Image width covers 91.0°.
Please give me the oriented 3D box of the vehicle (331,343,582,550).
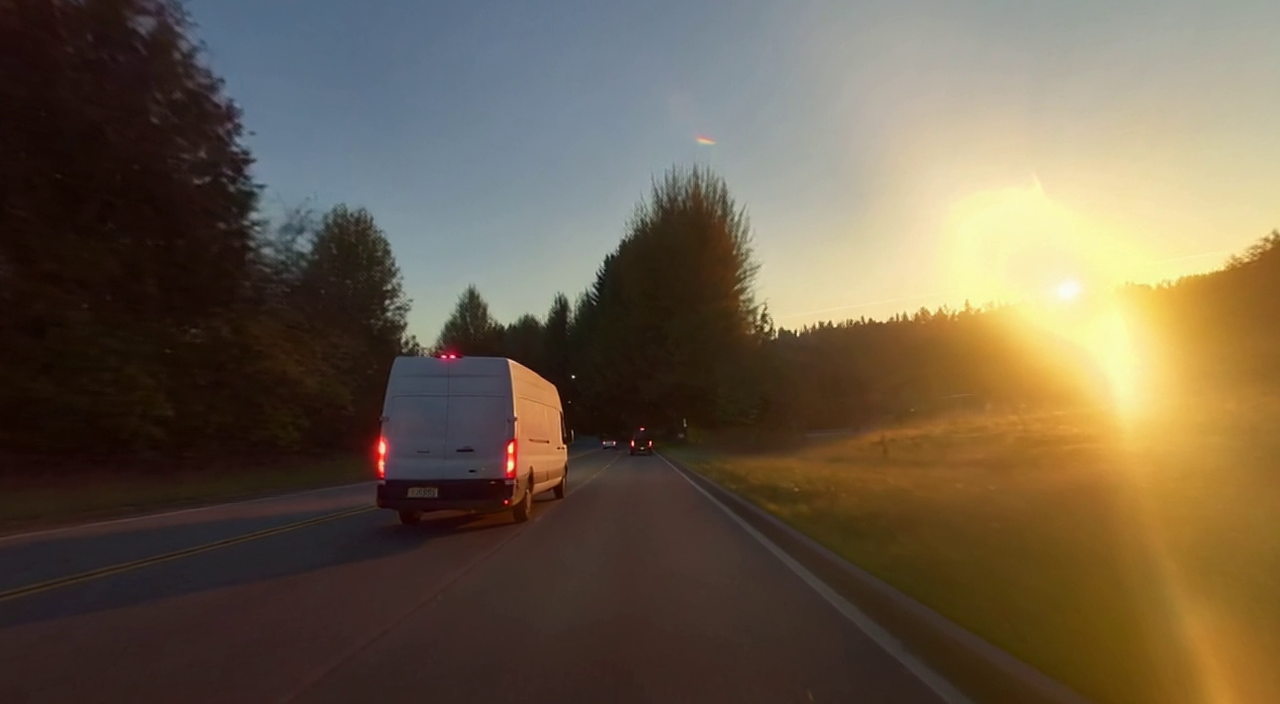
[{"bbox_3d":[-2.615,1.616,11.089,2.497,2.628,6.016,0,-8,1],"label":"vehicle"}]
